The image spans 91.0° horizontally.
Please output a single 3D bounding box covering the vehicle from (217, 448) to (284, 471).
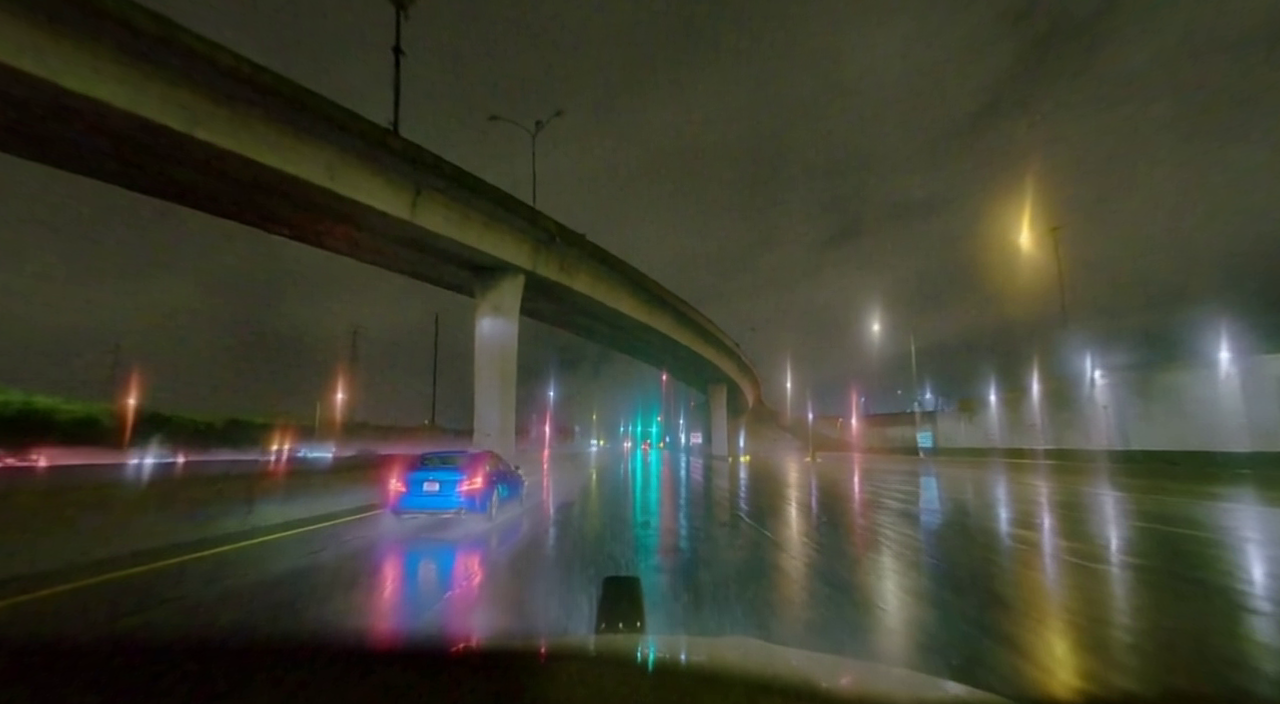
[{"bbox_3d":[-29.923,8.252,48.561,1.950,1.584,4.891,0,-8,0],"label":"vehicle"}]

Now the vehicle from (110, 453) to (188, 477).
[{"bbox_3d":[-33.818,7.756,43.537,1.759,1.475,4.440,0,-8,1],"label":"vehicle"}]

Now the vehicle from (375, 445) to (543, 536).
[{"bbox_3d":[-3.308,2.602,12.479,2.044,1.478,4.114,0,-9,1],"label":"vehicle"}]

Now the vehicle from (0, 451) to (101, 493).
[{"bbox_3d":[-23.850,4.658,24.802,1.711,1.454,3.911,0,-9,0],"label":"vehicle"}]
